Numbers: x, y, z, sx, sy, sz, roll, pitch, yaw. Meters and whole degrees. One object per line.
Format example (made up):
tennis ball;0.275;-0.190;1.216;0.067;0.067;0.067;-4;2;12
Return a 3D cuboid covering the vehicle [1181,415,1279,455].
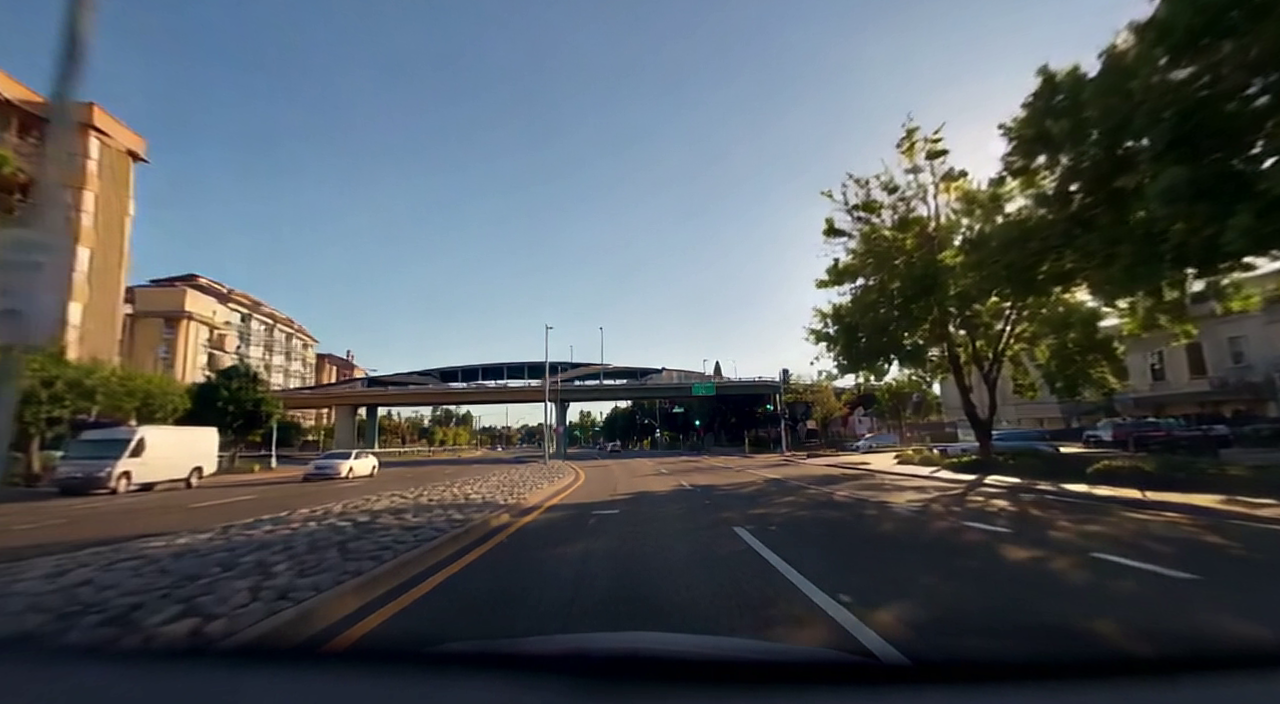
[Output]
vehicle;30.759;4.297;32.498;4.334;1.942;2.322;3;-9;-18

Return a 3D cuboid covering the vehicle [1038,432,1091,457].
vehicle;26.511;5.749;39.405;1.928;1.437;3.935;-8;-11;44

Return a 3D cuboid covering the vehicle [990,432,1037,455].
vehicle;24.293;5.943;41.007;1.910;1.415;4.383;-7;-10;39

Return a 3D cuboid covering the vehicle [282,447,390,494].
vehicle;-11.271;4.396;23.863;2.032;1.480;4.591;-1;-8;-3

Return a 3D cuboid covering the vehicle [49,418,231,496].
vehicle;-20.382;4.308;26.367;2.340;2.821;6.537;0;-8;-2

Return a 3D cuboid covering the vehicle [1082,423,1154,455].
vehicle;28.379;5.158;37.436;4.634;1.789;2.149;6;-10;-38
